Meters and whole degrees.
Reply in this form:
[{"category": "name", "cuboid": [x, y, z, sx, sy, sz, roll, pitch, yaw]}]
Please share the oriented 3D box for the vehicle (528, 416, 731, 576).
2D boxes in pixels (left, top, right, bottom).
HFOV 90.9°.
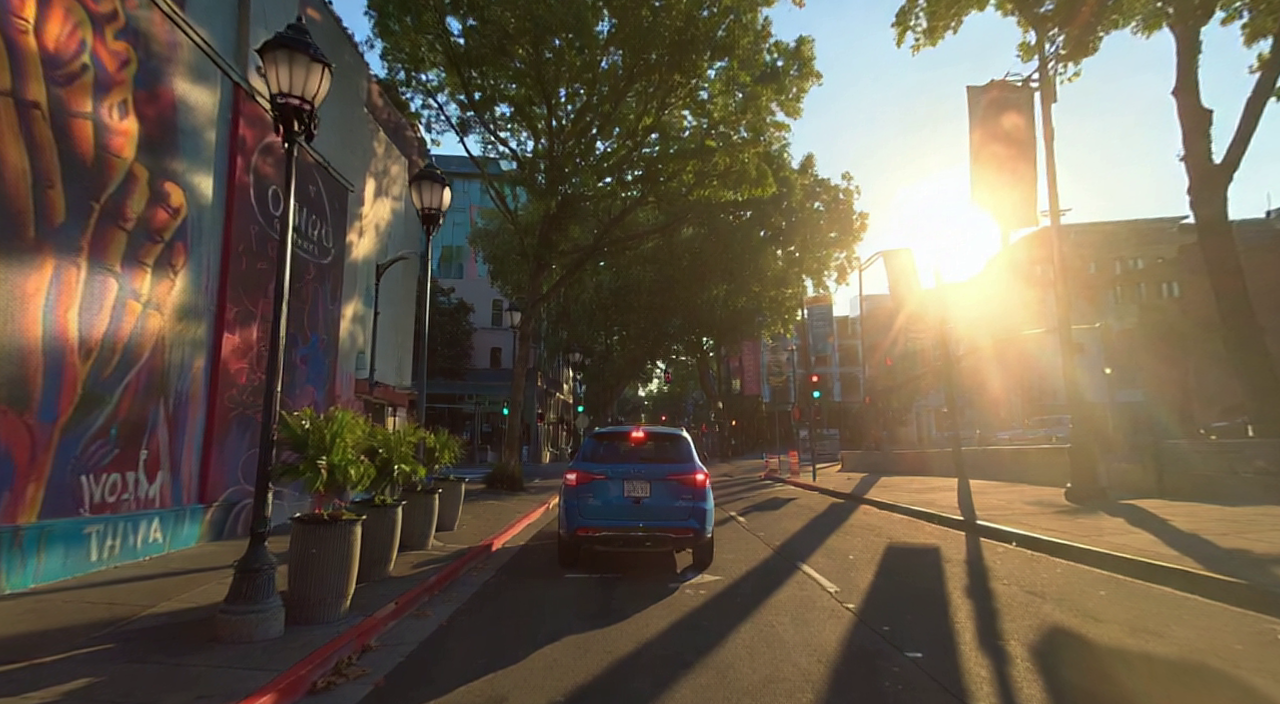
[{"category": "vehicle", "cuboid": [-0.130, 1.766, 8.470, 2.079, 1.621, 3.861, 0, -8, -1]}]
